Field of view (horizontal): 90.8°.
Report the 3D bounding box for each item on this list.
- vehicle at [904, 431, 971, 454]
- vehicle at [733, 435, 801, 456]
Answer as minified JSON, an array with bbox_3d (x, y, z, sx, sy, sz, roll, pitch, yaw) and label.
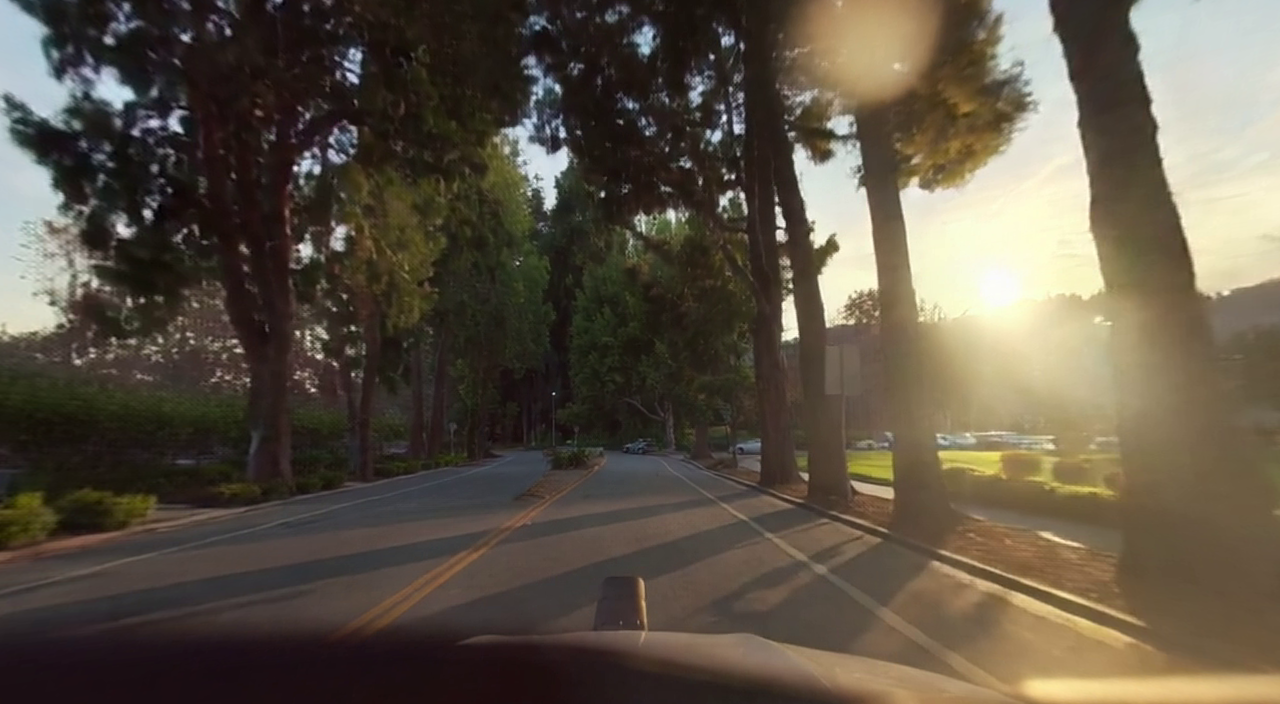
[{"bbox_3d":[20.925,6.418,44.438,3.830,1.429,1.890,4,-10,-10],"label":"vehicle"},{"bbox_3d":[9.866,7.316,49.331,4.870,1.507,2.073,-1,-8,0],"label":"vehicle"}]
